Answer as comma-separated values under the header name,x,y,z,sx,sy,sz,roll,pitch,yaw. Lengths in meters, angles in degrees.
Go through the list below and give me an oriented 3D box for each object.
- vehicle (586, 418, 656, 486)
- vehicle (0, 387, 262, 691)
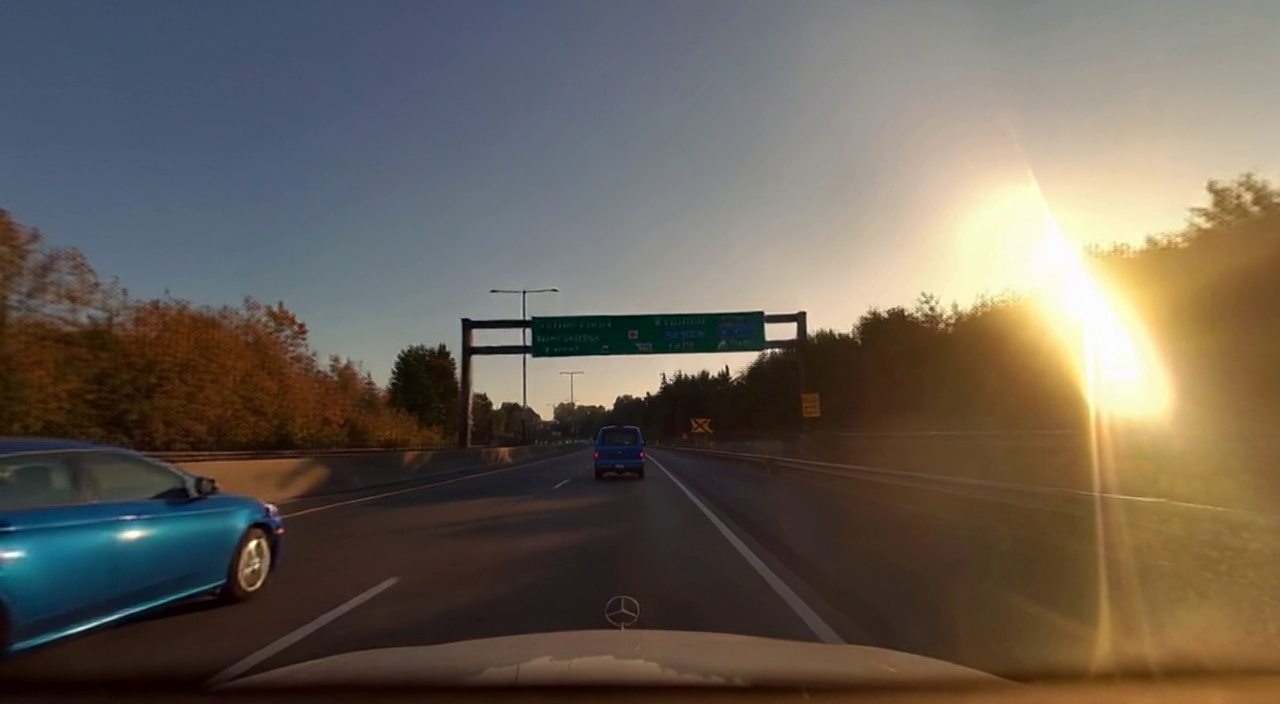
name,x,y,z,sx,sy,sz,roll,pitch,yaw
vehicle,-0.645,3.574,22.757,2.248,2.154,4.892,0,-8,-1
vehicle,-4.638,1.055,3.659,2.198,1.666,4.311,0,-8,0
